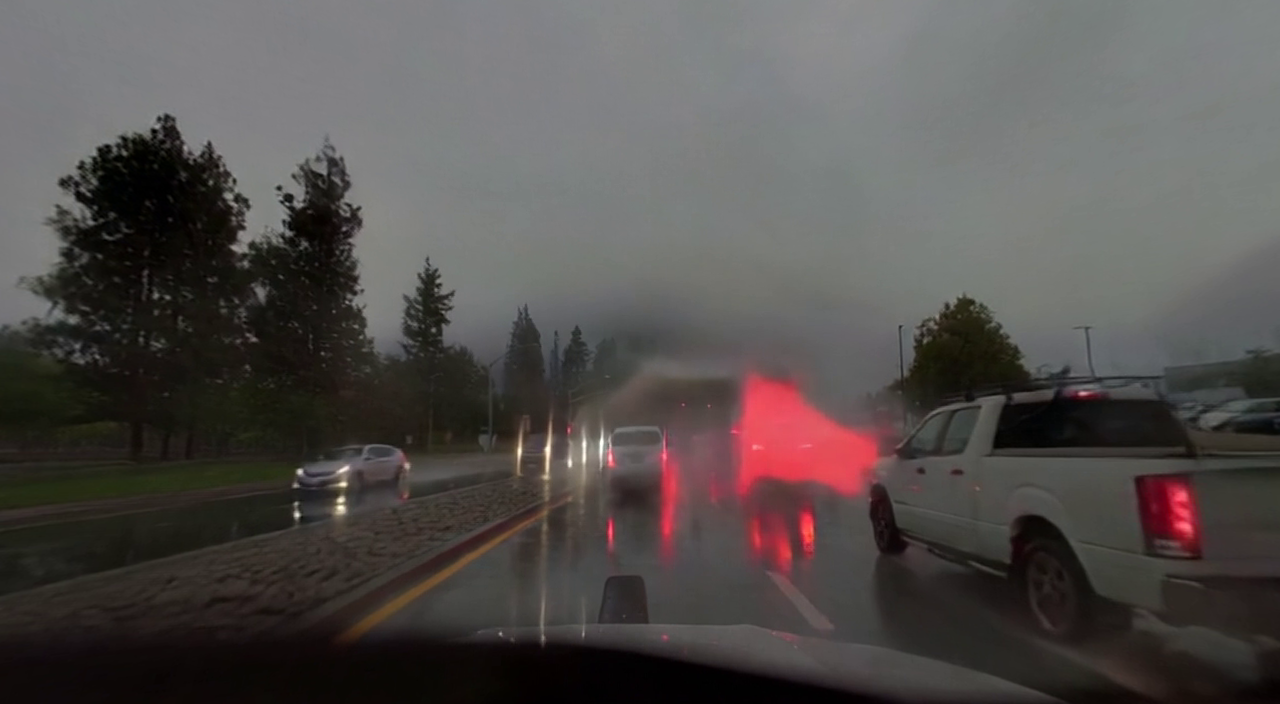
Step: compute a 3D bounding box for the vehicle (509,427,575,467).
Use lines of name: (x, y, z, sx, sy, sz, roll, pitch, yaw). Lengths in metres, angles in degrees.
vehicle: (-5.360, 5.301, 35.343, 2.355, 2.005, 5.673, -1, -8, 5)

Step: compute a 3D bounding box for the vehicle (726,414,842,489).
vehicle: (3.986, 2.920, 18.755, 2.317, 1.857, 5.940, 0, -8, 3)

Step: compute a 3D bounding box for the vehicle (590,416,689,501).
vehicle: (0.117, 2.544, 15.381, 2.113, 1.768, 3.901, 0, -8, 4)

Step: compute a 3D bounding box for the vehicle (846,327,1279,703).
vehicle: (3.452, 1.091, 5.107, 2.114, 1.765, 4.647, 0, -8, 2)

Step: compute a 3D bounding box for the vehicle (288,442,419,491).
vehicle: (-9.520, 3.805, 21.467, 1.953, 1.476, 4.747, -1, -8, 4)
